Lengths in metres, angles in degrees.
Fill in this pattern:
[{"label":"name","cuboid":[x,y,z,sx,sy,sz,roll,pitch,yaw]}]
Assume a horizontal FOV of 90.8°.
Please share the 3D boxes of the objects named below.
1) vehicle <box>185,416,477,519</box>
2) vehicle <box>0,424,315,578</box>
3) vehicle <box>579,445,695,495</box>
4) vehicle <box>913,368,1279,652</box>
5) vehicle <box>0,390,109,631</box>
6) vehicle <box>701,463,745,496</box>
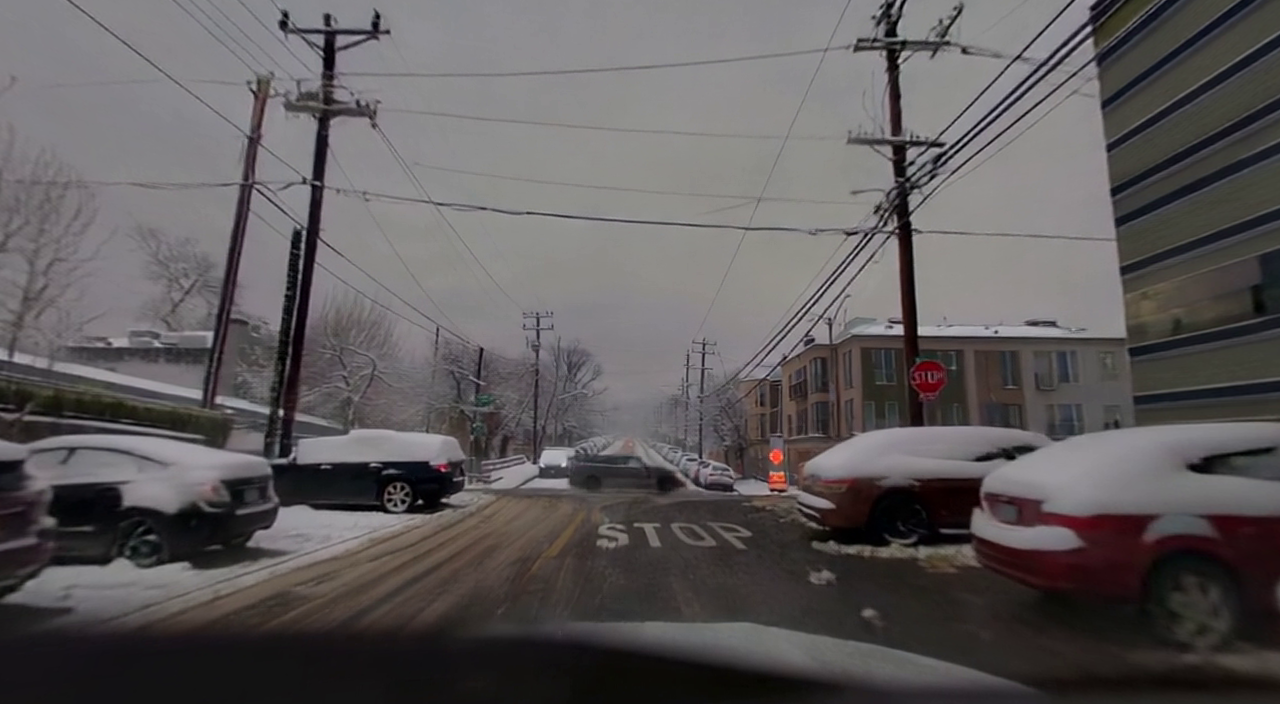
[{"label":"vehicle","cuboid":[-6.332,2.430,13.473,5.025,1.648,2.055,4,-9,0]},{"label":"vehicle","cuboid":[-6.942,1.691,7.780,4.713,1.440,1.984,3,-9,2]},{"label":"vehicle","cuboid":[-0.106,4.367,23.622,4.157,1.754,1.835,0,-8,-1]},{"label":"vehicle","cuboid":[4.889,1.274,5.127,4.450,1.719,2.066,4,-10,1]},{"label":"vehicle","cuboid":[-6.673,1.132,4.449,4.082,1.723,1.896,0,-9,0]},{"label":"vehicle","cuboid":[5.059,7.828,39.159,2.007,1.804,4.136,0,-8,-2]}]
